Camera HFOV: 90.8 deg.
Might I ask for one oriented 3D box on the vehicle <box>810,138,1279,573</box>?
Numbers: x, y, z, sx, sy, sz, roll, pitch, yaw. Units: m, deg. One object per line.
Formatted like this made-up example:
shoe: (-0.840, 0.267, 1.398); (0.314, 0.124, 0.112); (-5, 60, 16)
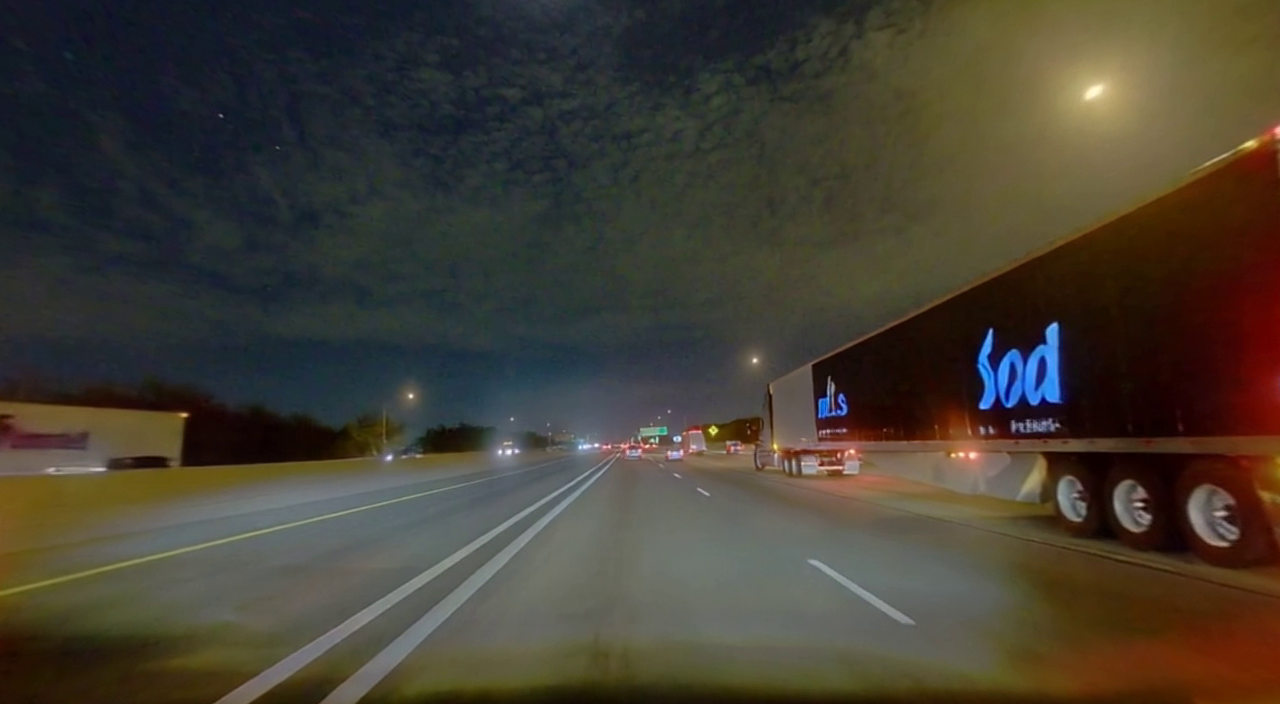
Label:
vehicle: (7.404, 1.071, 12.937); (2.892, 4.128, 16.495); (0, -9, -2)

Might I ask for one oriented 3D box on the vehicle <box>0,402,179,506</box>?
vehicle: (-27.333, 4.358, 27.128); (2.927, 4.151, 16.512); (0, -9, -1)

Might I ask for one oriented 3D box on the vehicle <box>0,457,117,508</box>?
vehicle: (-22.947, 4.849, 23.907); (2.098, 1.674, 4.926); (0, -9, -1)
